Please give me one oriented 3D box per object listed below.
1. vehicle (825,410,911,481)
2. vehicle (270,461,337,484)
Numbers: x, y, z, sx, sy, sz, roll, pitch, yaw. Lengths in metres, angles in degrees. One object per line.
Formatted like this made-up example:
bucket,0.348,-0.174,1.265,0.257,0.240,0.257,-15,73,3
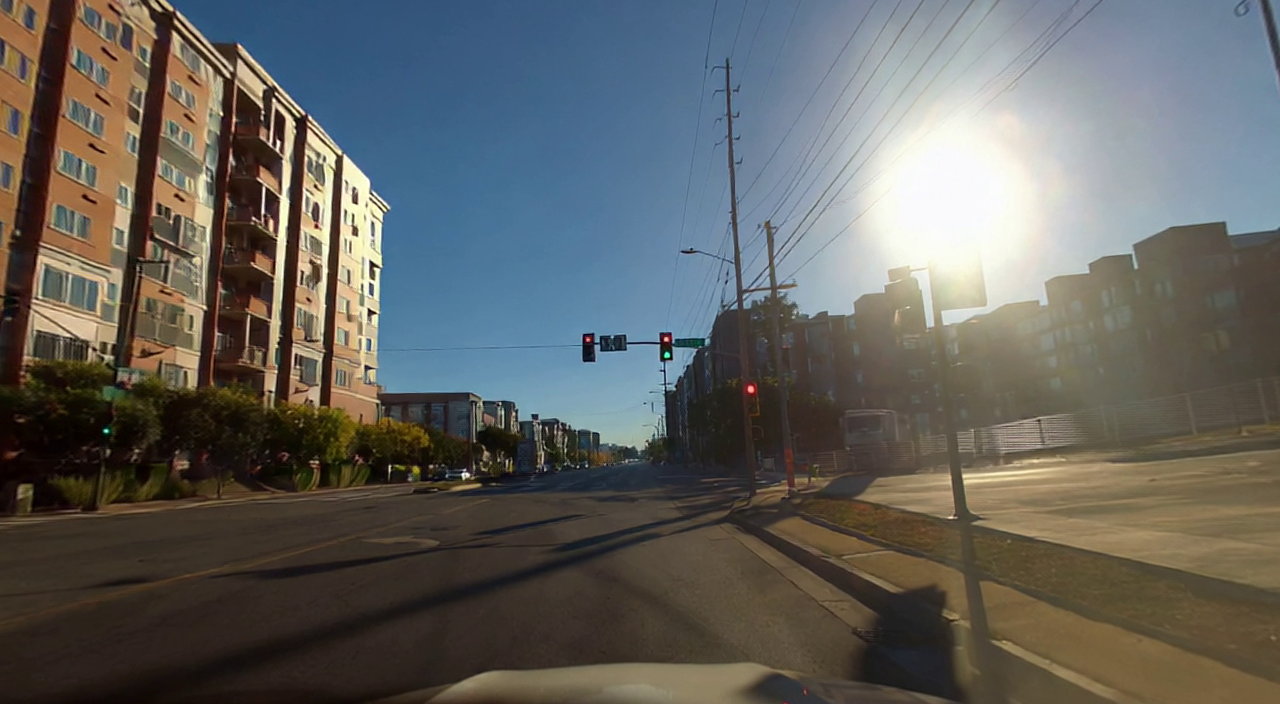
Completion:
vehicle,11.433,4.625,31.073,2.948,3.071,7.295,-4,-10,27
vehicle,-24.677,8.824,46.283,3.882,1.600,1.768,0,-9,2
